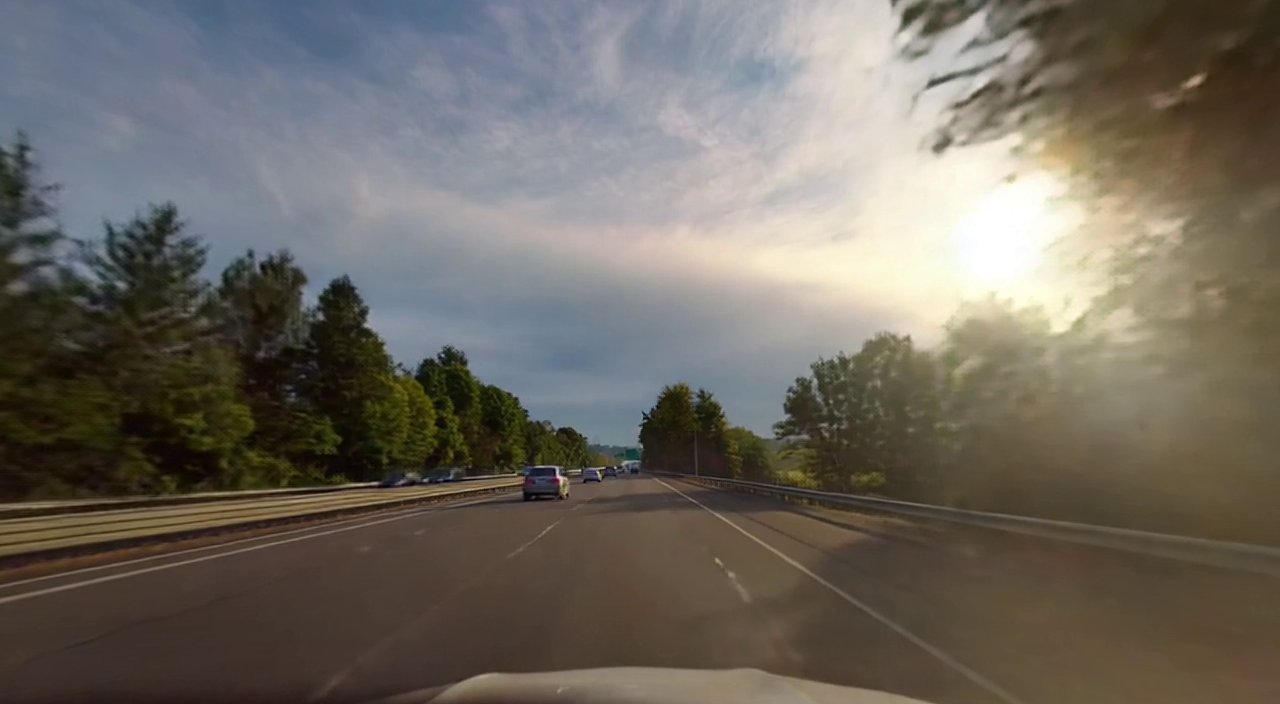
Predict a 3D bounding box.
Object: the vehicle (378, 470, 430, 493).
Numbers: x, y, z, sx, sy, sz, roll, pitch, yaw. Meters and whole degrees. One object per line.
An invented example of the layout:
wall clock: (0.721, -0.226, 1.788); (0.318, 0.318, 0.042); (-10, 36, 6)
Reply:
vehicle: (-16.667, 9.169, 44.674); (1.892, 1.471, 4.526); (1, -10, 0)

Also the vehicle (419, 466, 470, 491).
vehicle: (-12.984, 8.432, 42.088); (1.939, 1.525, 4.481); (1, -10, 0)

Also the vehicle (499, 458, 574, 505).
vehicle: (-3.837, 4.907, 24.150); (2.068, 1.592, 4.479); (0, -10, 0)
